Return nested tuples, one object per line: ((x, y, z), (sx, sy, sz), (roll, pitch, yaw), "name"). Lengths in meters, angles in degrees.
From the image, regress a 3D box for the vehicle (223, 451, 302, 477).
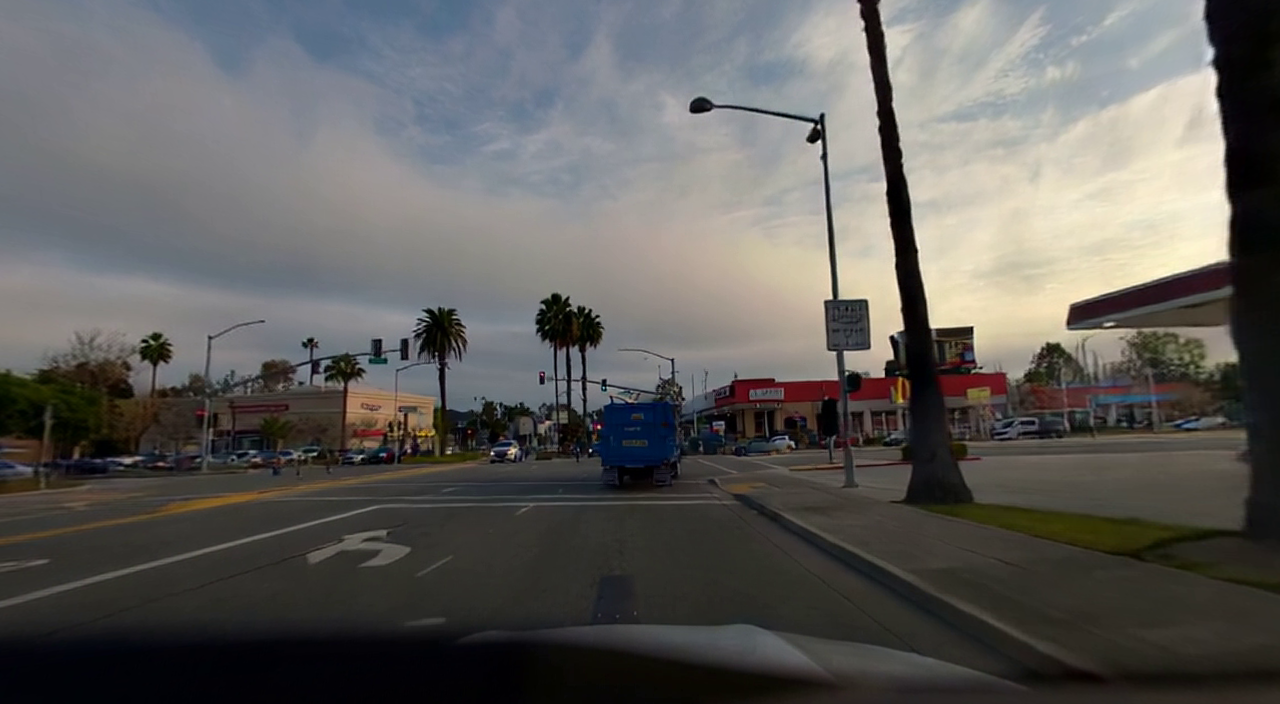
((-27.704, 8.217, 46.463), (4.583, 1.556, 1.893), (-3, -7, -1), "vehicle")

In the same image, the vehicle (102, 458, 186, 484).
((-31.240, 7.476, 39.934), (1.766, 1.428, 4.337), (0, -8, 0), "vehicle")

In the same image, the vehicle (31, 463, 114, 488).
((-35.979, 7.799, 40.161), (1.834, 1.383, 3.707), (0, -8, -1), "vehicle")

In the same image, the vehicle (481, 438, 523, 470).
((-7.655, 5.681, 35.380), (1.997, 1.679, 4.263), (1, -8, -9), "vehicle")

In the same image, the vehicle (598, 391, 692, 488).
((0.384, 3.091, 22.313), (2.463, 2.954, 5.938), (-1, -8, 9), "vehicle")
